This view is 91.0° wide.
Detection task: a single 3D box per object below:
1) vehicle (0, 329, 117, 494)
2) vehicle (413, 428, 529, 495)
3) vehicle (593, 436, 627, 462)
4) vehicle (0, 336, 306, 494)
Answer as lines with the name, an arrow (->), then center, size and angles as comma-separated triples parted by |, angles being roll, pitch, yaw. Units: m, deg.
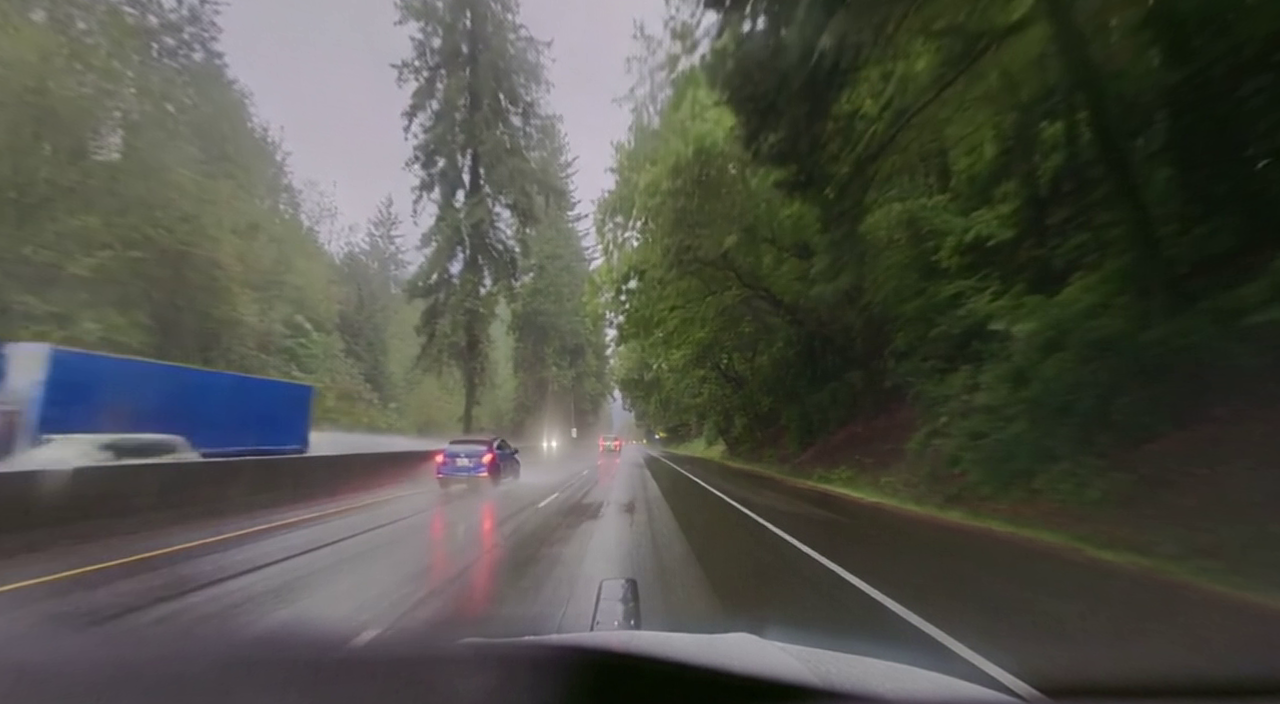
vehicle -> -17.057, 1.488, 15.518 | 3.020, 3.957, 5.954 | 0, -8, -1
vehicle -> -4.626, 3.056, 18.009 | 2.111, 1.645, 4.382 | 0, -8, 0
vehicle -> -2.012, 6.696, 43.622 | 2.159, 1.670, 4.395 | 0, -8, -1
vehicle -> -17.206, 2.544, 22.930 | 2.887, 4.067, 13.460 | 0, -8, -1
